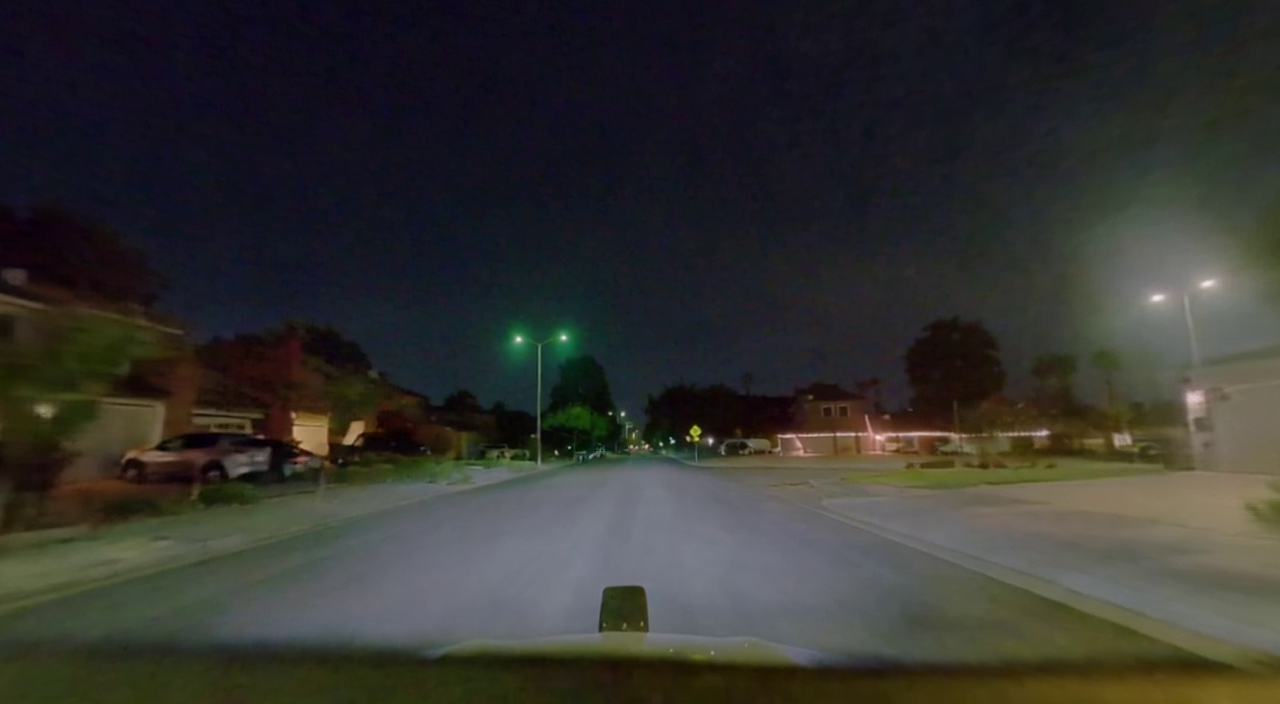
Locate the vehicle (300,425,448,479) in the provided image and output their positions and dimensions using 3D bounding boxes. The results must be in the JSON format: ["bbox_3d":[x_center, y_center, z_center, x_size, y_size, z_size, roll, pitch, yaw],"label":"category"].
[{"bbox_3d":[-12.887,4.893,30.971,5.946,2.048,2.595,5,-9,-3],"label":"vehicle"}]

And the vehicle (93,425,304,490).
[{"bbox_3d":[-13.520,3.253,19.598,4.796,1.864,2.328,-1,-9,2],"label":"vehicle"}]
